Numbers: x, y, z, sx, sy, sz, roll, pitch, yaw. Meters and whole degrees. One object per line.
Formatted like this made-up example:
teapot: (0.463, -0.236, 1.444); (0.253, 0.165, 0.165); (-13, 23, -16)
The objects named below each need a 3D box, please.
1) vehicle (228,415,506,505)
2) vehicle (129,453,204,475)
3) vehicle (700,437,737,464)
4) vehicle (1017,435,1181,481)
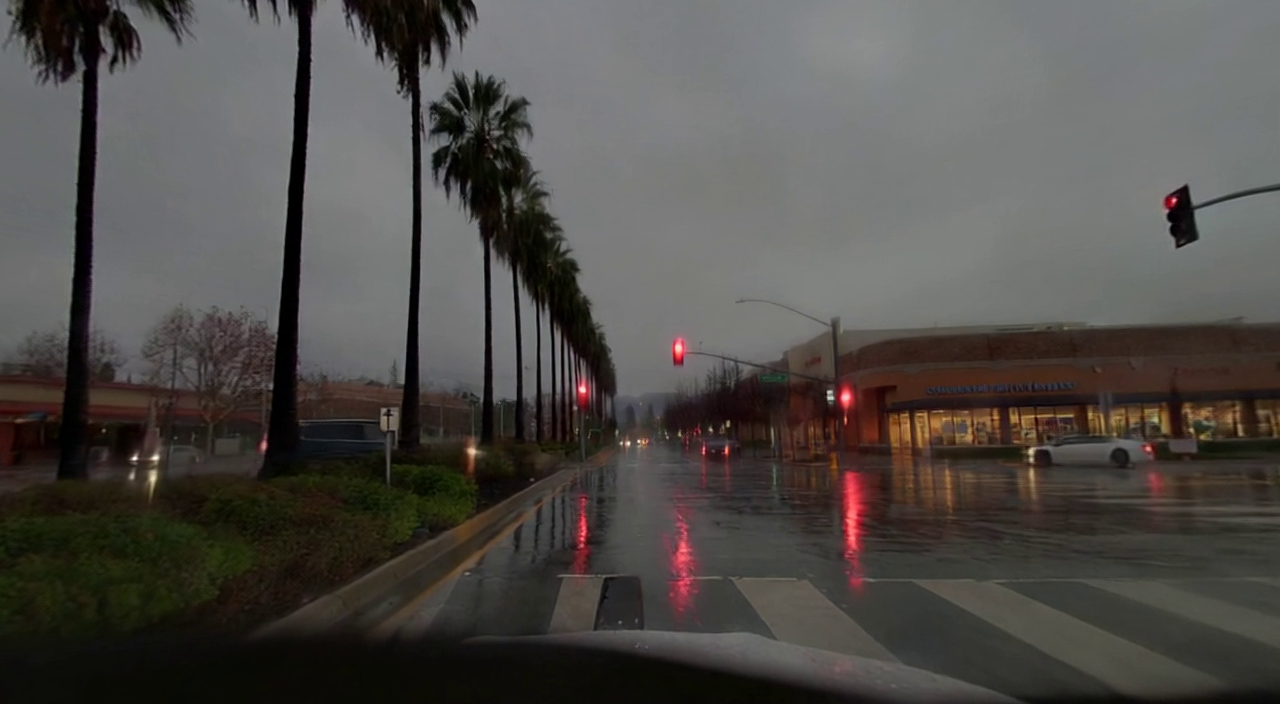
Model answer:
vehicle: (-6.307, 2.578, 15.251); (5.619, 1.951, 2.321); (1, -8, -3)
vehicle: (-37.241, 8.815, 49.657); (2.160, 1.565, 4.868); (0, -8, -1)
vehicle: (5.166, 6.404, 41.161); (1.999, 1.653, 4.603); (-2, -9, 11)
vehicle: (18.089, 4.183, 25.089); (4.722, 1.717, 2.000); (-2, -9, 14)
